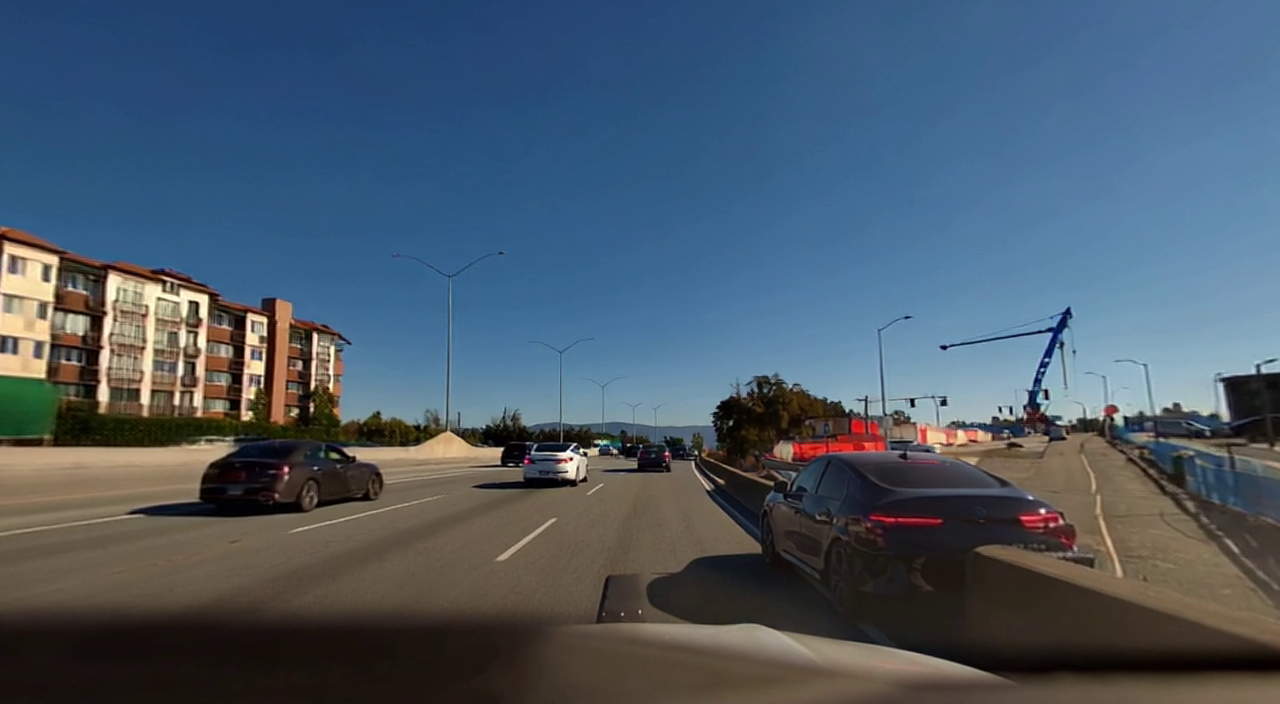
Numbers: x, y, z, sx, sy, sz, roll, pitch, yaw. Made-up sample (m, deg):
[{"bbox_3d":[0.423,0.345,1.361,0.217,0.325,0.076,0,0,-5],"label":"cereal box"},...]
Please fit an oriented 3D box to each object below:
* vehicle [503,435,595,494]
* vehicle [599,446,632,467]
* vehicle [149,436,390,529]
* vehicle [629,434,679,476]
[{"bbox_3d":[-2.787,3.563,20.384,2.109,1.657,4.554,0,-8,2],"label":"vehicle"},{"bbox_3d":[-1.807,7.825,47.491,2.029,1.497,3.960,0,-9,4],"label":"vehicle"},{"bbox_3d":[-6.924,2.451,12.506,1.959,1.486,4.460,0,-8,2],"label":"vehicle"},{"bbox_3d":[0.652,4.720,28.985,2.116,1.763,4.352,0,-8,2],"label":"vehicle"}]
